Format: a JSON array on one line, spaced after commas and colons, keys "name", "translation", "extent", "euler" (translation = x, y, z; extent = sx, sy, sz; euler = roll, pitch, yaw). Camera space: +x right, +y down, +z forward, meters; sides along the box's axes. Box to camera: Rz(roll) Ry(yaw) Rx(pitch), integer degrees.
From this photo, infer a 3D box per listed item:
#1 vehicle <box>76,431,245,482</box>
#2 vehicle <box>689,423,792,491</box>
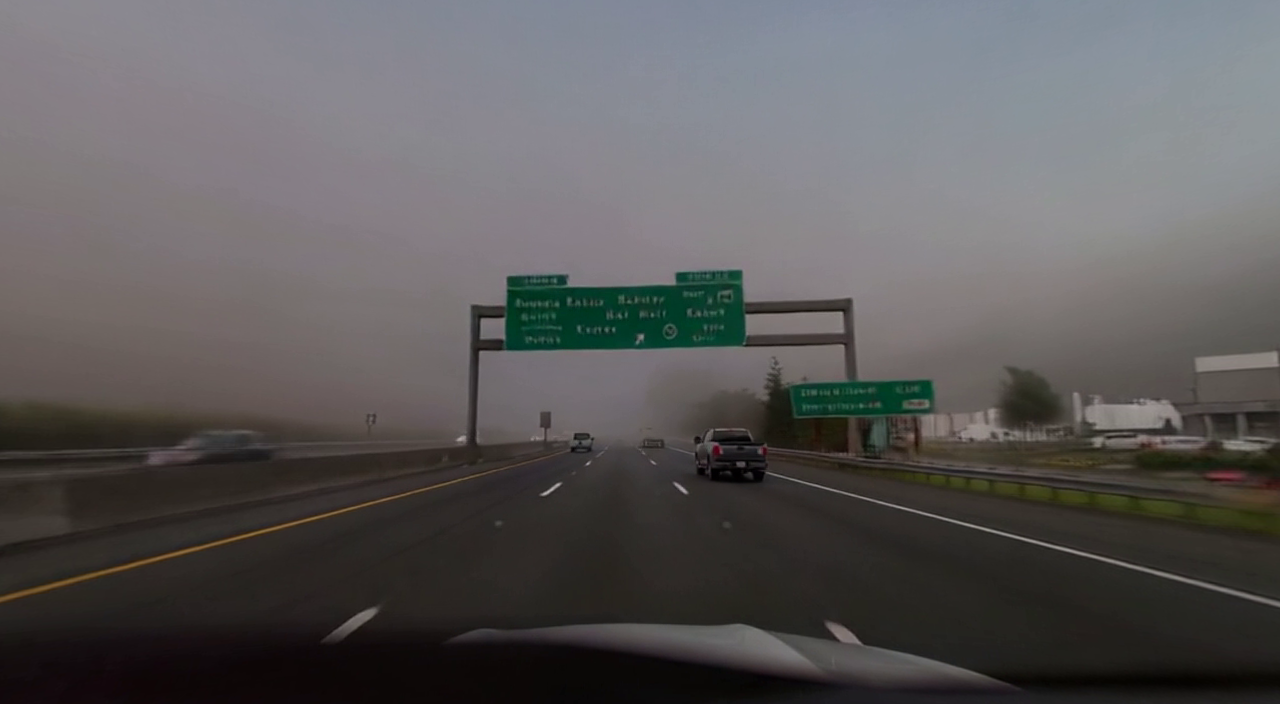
[{"name": "vehicle", "translation": [-16.160, 3.529, 21.672], "extent": [2.069, 1.524, 4.862], "euler": [0, -8, -1]}, {"name": "vehicle", "translation": [2.639, 2.876, 17.606], "extent": [2.022, 1.637, 4.229], "euler": [0, -8, -2]}]
